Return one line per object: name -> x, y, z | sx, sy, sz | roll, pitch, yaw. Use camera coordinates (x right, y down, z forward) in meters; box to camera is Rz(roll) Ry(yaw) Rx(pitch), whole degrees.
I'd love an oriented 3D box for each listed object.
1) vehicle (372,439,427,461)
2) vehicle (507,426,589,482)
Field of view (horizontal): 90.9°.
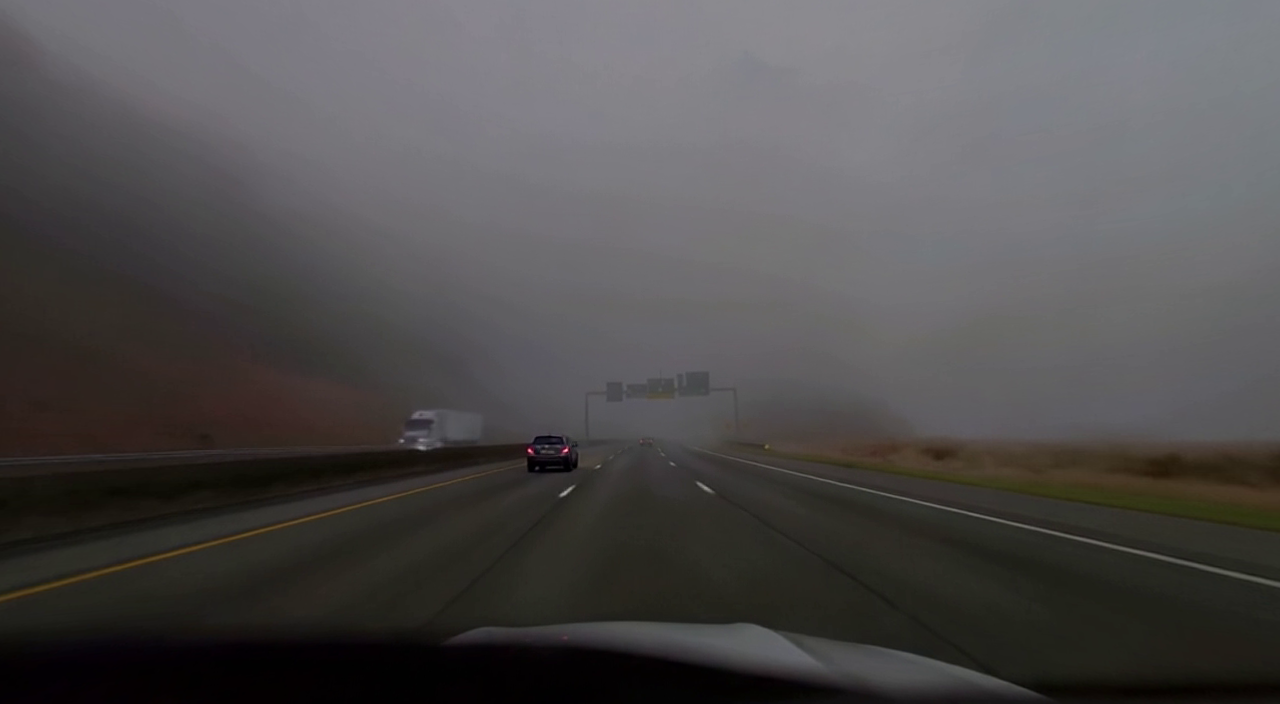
vehicle -> -16.704, 6.807, 43.989 | 1.960, 1.444, 4.553 | 0, -8, 1
vehicle -> -2.939, 3.346, 20.987 | 2.084, 1.654, 4.080 | 0, -8, 0
